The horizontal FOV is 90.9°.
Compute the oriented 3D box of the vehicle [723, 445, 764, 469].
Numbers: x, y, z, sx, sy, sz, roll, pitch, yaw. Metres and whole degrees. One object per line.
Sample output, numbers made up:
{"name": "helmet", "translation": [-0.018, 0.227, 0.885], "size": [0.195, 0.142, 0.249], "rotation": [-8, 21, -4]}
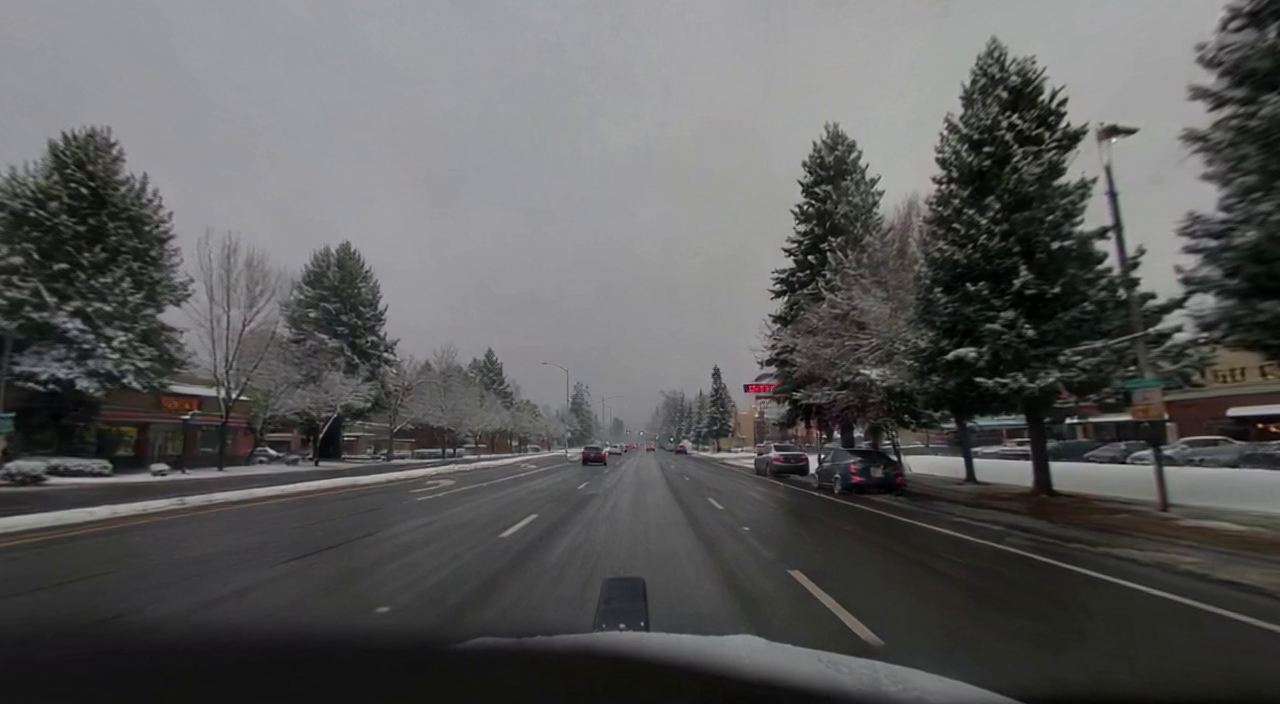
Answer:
{"name": "vehicle", "translation": [6.945, 7.115, 42.919], "size": [1.869, 1.516, 4.767], "rotation": [0, -8, -1]}

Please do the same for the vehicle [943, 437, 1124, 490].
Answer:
{"name": "vehicle", "translation": [12.833, 3.634, 20.812], "size": [4.597, 1.643, 1.932], "rotation": [0, -8, 2]}

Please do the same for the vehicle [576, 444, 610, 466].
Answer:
{"name": "vehicle", "translation": [-3.255, 7.217, 44.264], "size": [2.005, 1.446, 4.265], "rotation": [0, -8, 0]}

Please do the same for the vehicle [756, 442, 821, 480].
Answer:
{"name": "vehicle", "translation": [6.759, 4.988, 29.131], "size": [1.934, 1.641, 4.117], "rotation": [0, -8, -1]}
